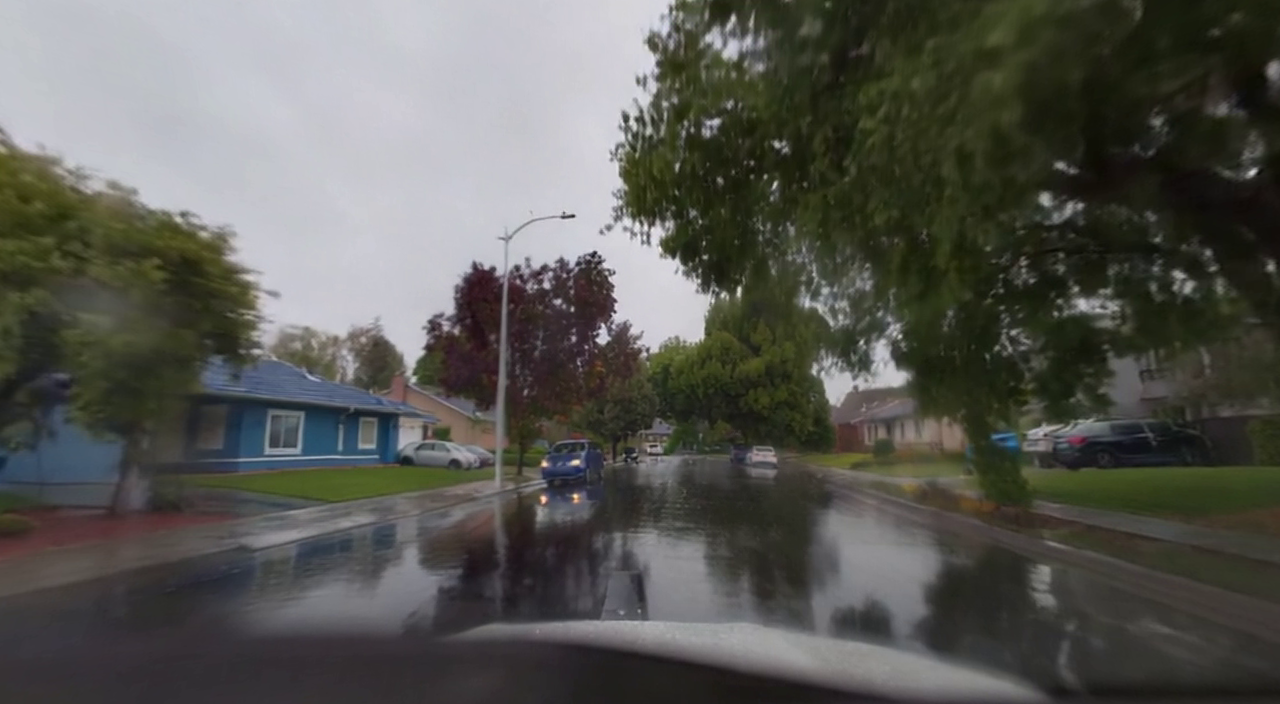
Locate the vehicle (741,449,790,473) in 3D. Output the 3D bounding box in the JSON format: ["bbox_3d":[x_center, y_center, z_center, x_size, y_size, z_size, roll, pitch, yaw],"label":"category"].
[{"bbox_3d":[7.952,6.979,40.577,1.984,1.437,4.726,0,-9,-3],"label":"vehicle"}]

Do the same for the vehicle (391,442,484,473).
[{"bbox_3d":[-10.332,5.388,32.414,4.376,1.458,2.046,2,-8,-17],"label":"vehicle"}]

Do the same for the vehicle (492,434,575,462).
[{"bbox_3d":[-8.279,7.435,49.158,6.197,1.824,2.113,-1,-9,-11],"label":"vehicle"}]

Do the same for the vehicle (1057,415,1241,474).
[{"bbox_3d":[15.829,2.891,19.763,4.384,1.688,1.956,1,-8,-10],"label":"vehicle"}]

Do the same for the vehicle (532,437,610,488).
[{"bbox_3d":[-2.675,4.427,25.822,2.215,1.859,4.765,-1,-8,6],"label":"vehicle"}]
